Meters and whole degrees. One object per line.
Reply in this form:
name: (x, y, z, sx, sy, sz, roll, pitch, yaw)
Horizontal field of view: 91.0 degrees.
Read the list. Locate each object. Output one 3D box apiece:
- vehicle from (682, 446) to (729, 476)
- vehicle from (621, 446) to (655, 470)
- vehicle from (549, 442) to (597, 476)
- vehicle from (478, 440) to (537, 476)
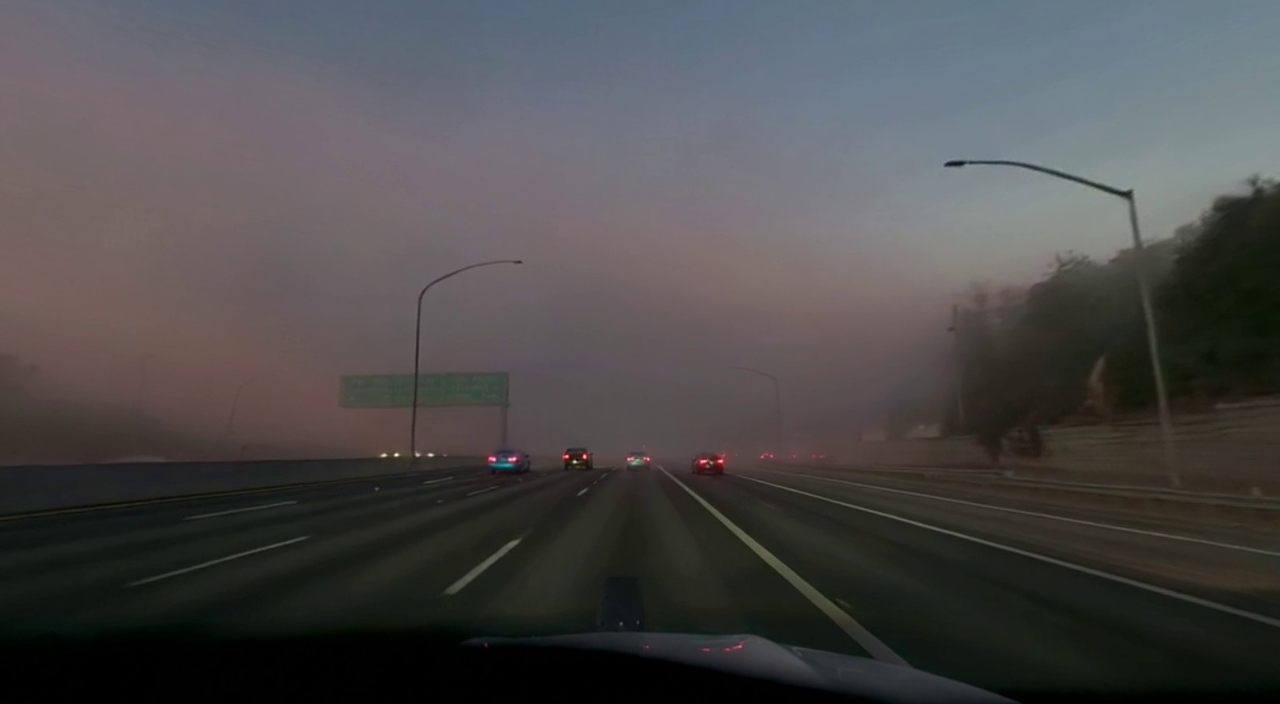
vehicle: (3.558, 5.987, 34.869, 2.077, 1.527, 4.553, 1, -9, -1)
vehicle: (-0.135, 7.227, 43.061, 2.166, 1.496, 4.158, 0, -9, 0)
vehicle: (-3.548, 5.773, 34.246, 2.091, 1.664, 4.157, 0, -9, 1)
vehicle: (-6.942, 5.583, 33.427, 2.112, 1.721, 4.381, 0, -9, 1)
